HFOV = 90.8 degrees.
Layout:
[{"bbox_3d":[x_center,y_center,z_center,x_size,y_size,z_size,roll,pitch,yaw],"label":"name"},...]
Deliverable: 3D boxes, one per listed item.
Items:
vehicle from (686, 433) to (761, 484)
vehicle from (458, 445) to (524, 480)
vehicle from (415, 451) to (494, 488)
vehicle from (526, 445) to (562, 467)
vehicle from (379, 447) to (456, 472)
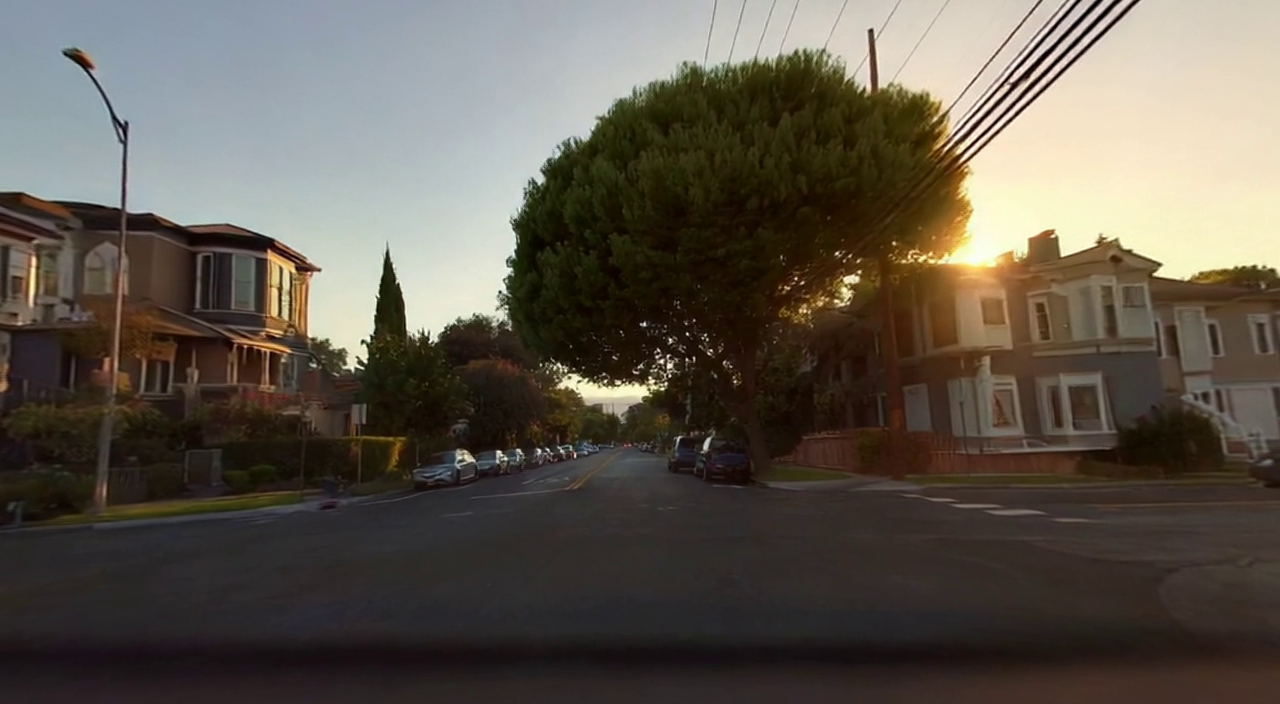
[{"bbox_3d":[3.030,3.990,23.882,2.114,1.708,4.474,0,-9,-2],"label":"vehicle"},{"bbox_3d":[-7.113,5.314,30.689,1.957,1.549,4.527,-1,-9,2],"label":"vehicle"},{"bbox_3d":[-7.249,4.619,25.079,1.926,1.307,3.909,0,-9,0],"label":"vehicle"},{"bbox_3d":[-7.072,7.693,46.928,1.914,1.508,4.653,0,-9,0],"label":"vehicle"},{"bbox_3d":[-13.439,6.505,38.340,3.905,1.480,1.892,0,-9,0],"label":"vehicle"}]
